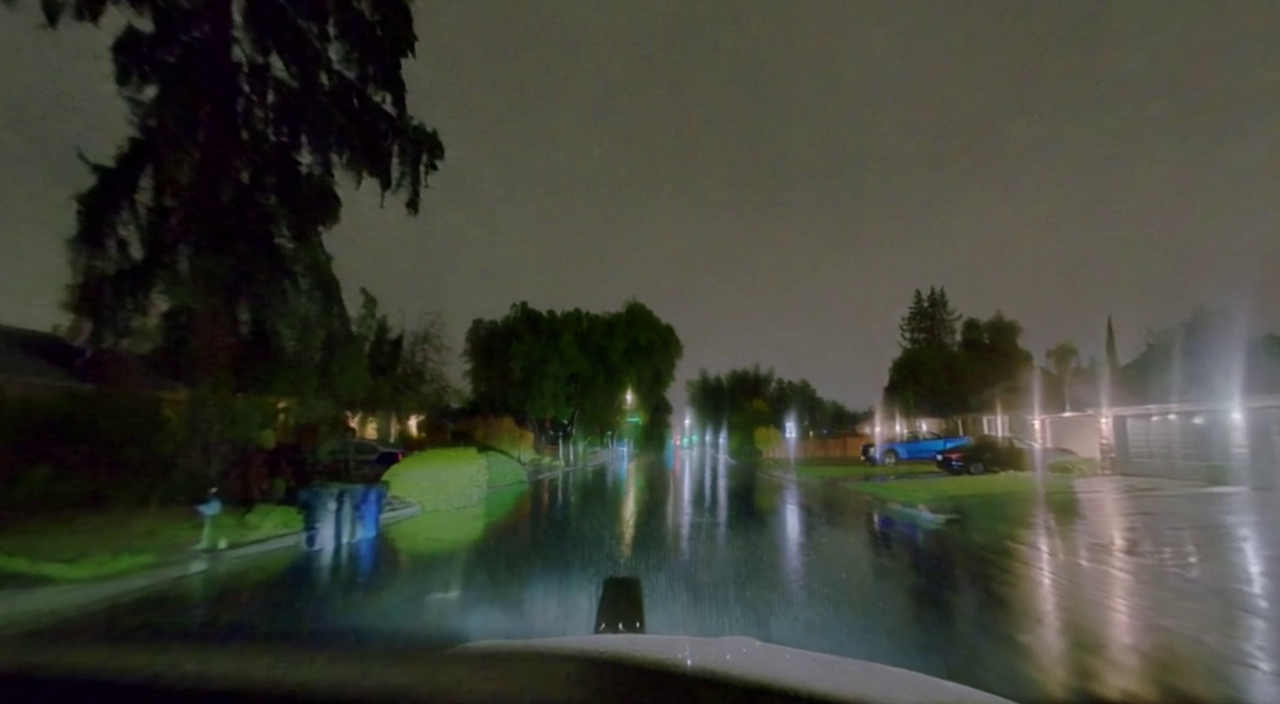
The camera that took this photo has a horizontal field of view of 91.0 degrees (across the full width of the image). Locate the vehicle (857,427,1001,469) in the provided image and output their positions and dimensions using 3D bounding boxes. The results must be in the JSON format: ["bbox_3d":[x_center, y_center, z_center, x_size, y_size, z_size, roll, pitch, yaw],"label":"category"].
[{"bbox_3d":[13.421,4.504,29.521,5.637,1.890,2.171,-1,-9,3],"label":"vehicle"}]

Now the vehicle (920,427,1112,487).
[{"bbox_3d":[11.670,3.295,19.839,4.710,1.512,1.894,-4,-9,2],"label":"vehicle"}]
